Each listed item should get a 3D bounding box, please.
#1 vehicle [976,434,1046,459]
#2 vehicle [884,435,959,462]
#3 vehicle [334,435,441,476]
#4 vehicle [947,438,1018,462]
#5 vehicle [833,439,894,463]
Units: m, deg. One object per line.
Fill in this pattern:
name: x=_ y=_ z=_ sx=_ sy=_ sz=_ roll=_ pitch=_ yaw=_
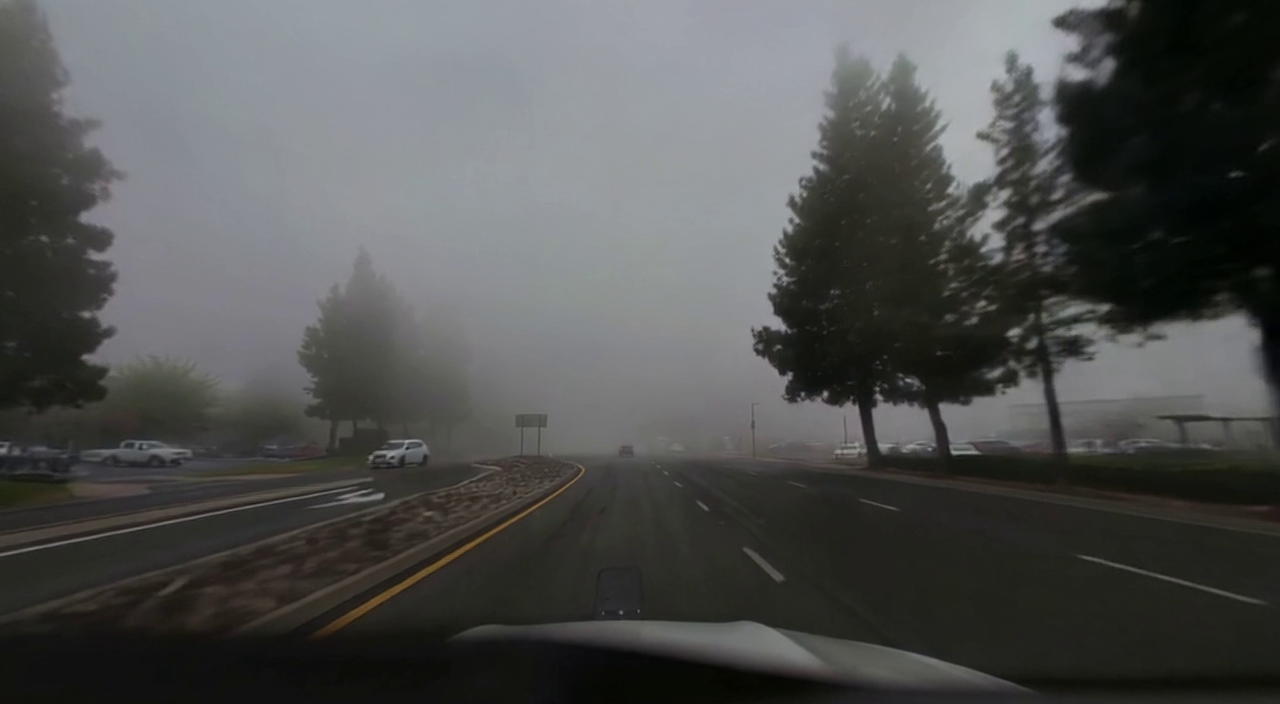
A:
vehicle: x=28.694 y=7.338 z=49.044 sx=1.916 sy=1.741 sz=4.936 roll=4 pitch=-9 yaw=-9
vehicle: x=20.923 y=7.236 z=47.236 sx=2.150 sy=1.812 sz=5.372 roll=0 pitch=-8 yaw=-14
vehicle: x=-11.691 y=4.821 z=29.289 sx=4.497 sy=1.774 sz=1.958 roll=-5 pitch=-10 yaw=23
vehicle: x=24.334 y=6.981 z=45.068 sx=1.988 sy=1.617 sz=4.524 roll=2 pitch=-8 yaw=-11
vehicle: x=16.120 y=7.176 z=45.887 sx=1.966 sy=1.583 sz=4.568 roll=2 pitch=-9 yaw=-13
